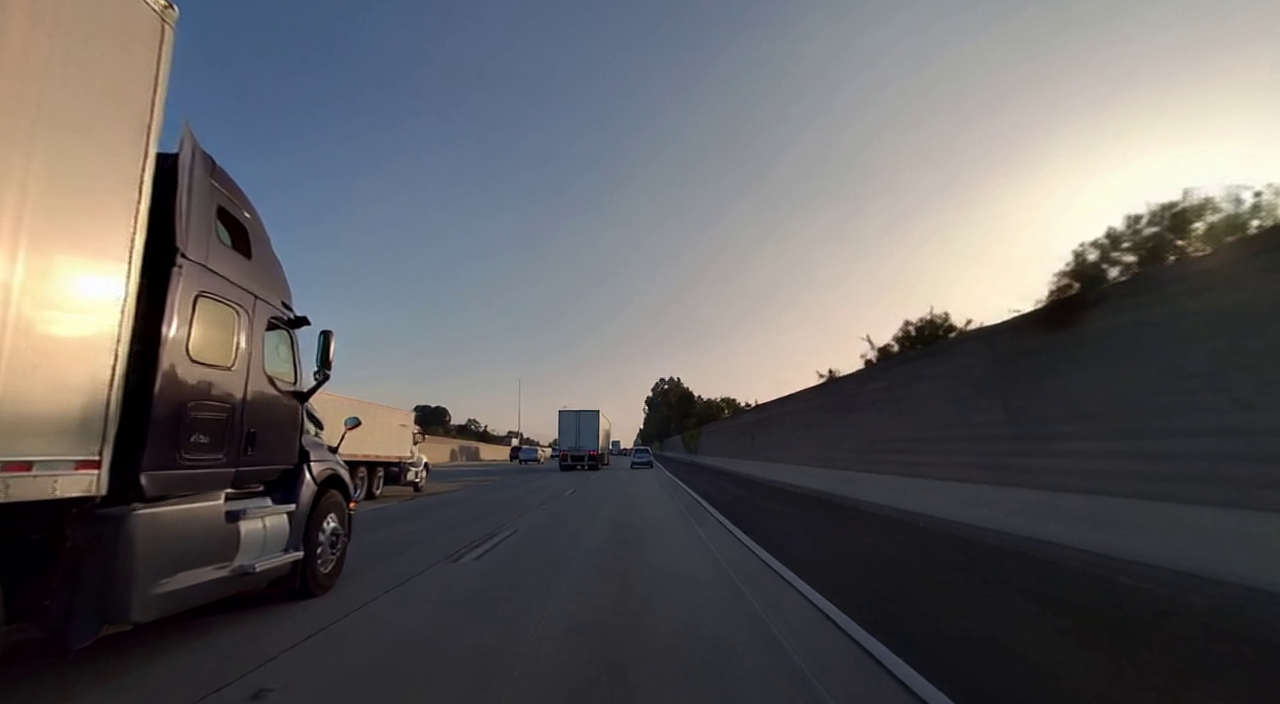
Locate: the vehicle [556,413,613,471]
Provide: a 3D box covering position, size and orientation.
[{"bbox_3d":[-3.424,5.939,41.198,2.956,3.331,9.575,0,-9,-1],"label":"vehicle"}]

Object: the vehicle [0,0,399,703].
[{"bbox_3d":[-3.631,-0.074,0.510,3.025,3.266,9.256,0,-9,1],"label":"vehicle"}]

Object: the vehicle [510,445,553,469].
[{"bbox_3d":[-7.091,6.922,41.495,1.962,1.489,4.002,0,-9,2],"label":"vehicle"}]

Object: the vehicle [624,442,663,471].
[{"bbox_3d":[0.222,6.200,37.528,2.178,1.640,4.071,0,-9,1],"label":"vehicle"}]
